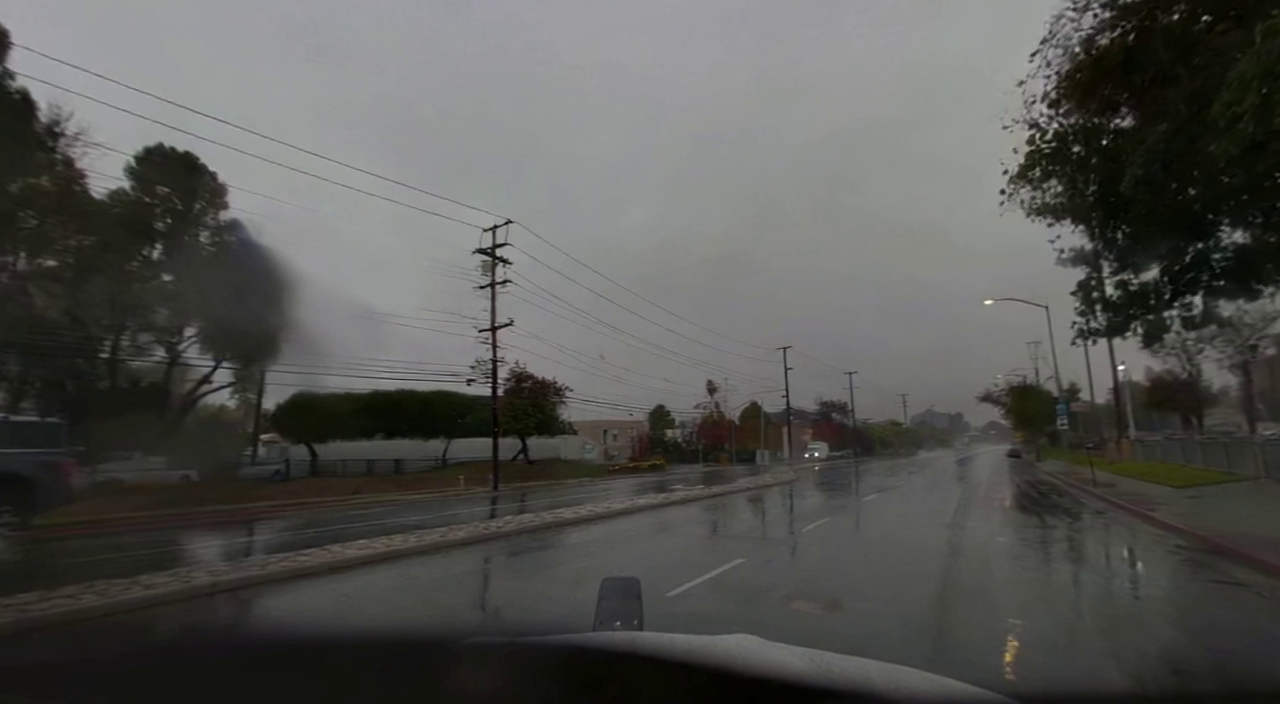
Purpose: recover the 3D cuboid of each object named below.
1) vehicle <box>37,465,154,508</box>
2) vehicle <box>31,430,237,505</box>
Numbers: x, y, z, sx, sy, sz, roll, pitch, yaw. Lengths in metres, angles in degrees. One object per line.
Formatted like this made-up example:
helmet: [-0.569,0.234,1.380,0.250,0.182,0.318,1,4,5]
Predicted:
vehicle: [-27.151,6.696,31.600,4.467,1.929,2.134,-3,-9,15]
vehicle: [-28.256,6.511,35.322,11.101,3.738,2.966,-5,-10,17]
